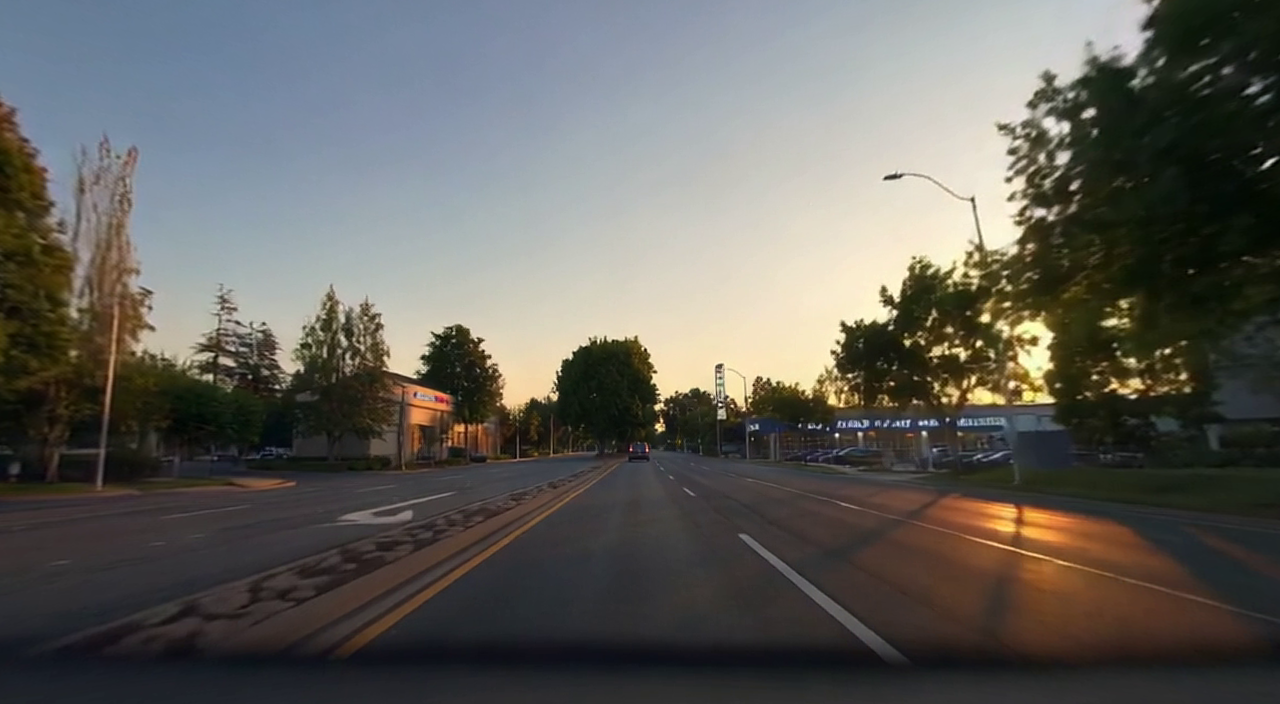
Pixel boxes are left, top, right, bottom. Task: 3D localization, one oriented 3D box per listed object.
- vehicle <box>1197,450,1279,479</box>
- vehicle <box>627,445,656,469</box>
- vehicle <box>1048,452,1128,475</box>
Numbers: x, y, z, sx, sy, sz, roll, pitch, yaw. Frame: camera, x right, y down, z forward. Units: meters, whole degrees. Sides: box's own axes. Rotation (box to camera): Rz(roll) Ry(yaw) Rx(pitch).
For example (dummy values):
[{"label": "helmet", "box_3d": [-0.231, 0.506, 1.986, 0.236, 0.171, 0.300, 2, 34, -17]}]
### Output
[{"label": "vehicle", "box_3d": [37.568, 6.938, 39.208, 1.916, 1.596, 4.358, 0, -8, 0]}, {"label": "vehicle", "box_3d": [0.101, 7.873, 47.624, 2.095, 1.647, 4.205, 0, -8, 0]}, {"label": "vehicle", "box_3d": [31.858, 7.905, 45.141, 2.058, 1.498, 4.870, 0, -8, -1]}]
